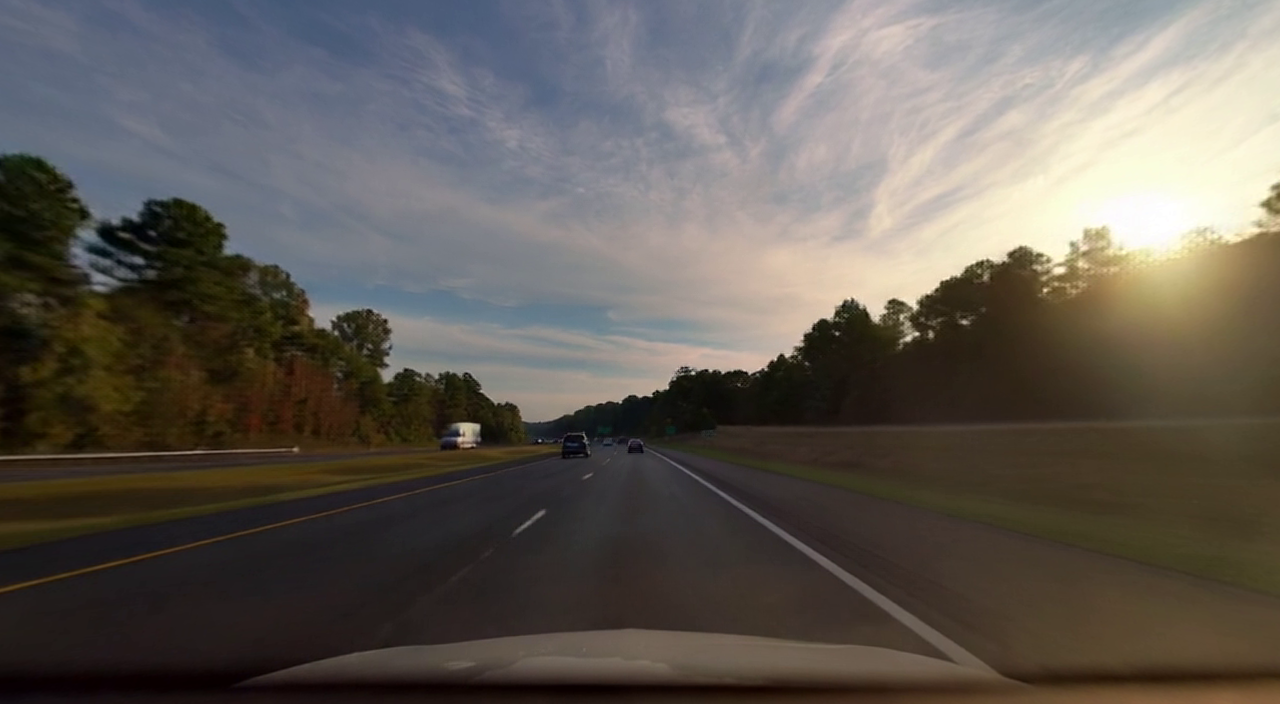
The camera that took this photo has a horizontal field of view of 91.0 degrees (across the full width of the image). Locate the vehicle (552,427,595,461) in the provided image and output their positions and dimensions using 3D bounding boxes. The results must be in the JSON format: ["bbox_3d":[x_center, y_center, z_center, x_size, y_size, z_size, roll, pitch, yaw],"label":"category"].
[{"bbox_3d":[-4.185,5.912,40.514,2.241,2.034,4.890,0,-8,0],"label":"vehicle"}]
